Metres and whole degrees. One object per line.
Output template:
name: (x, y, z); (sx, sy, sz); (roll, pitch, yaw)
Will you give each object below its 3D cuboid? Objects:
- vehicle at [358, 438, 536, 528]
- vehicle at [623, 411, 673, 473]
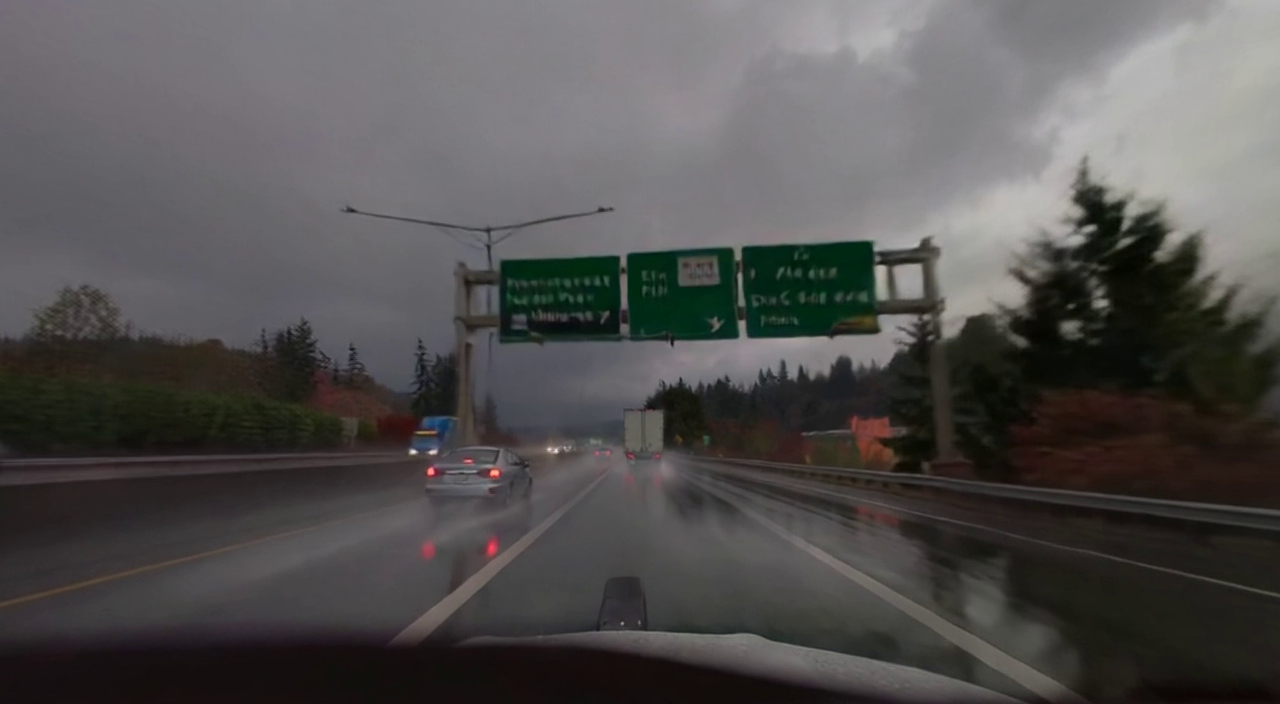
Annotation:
vehicle: (-3.721, 2.644, 13.367); (2.114, 1.523, 5.110); (0, -9, 0)
vehicle: (0.363, 6.081, 42.182); (2.893, 3.628, 9.081); (0, -9, -2)
